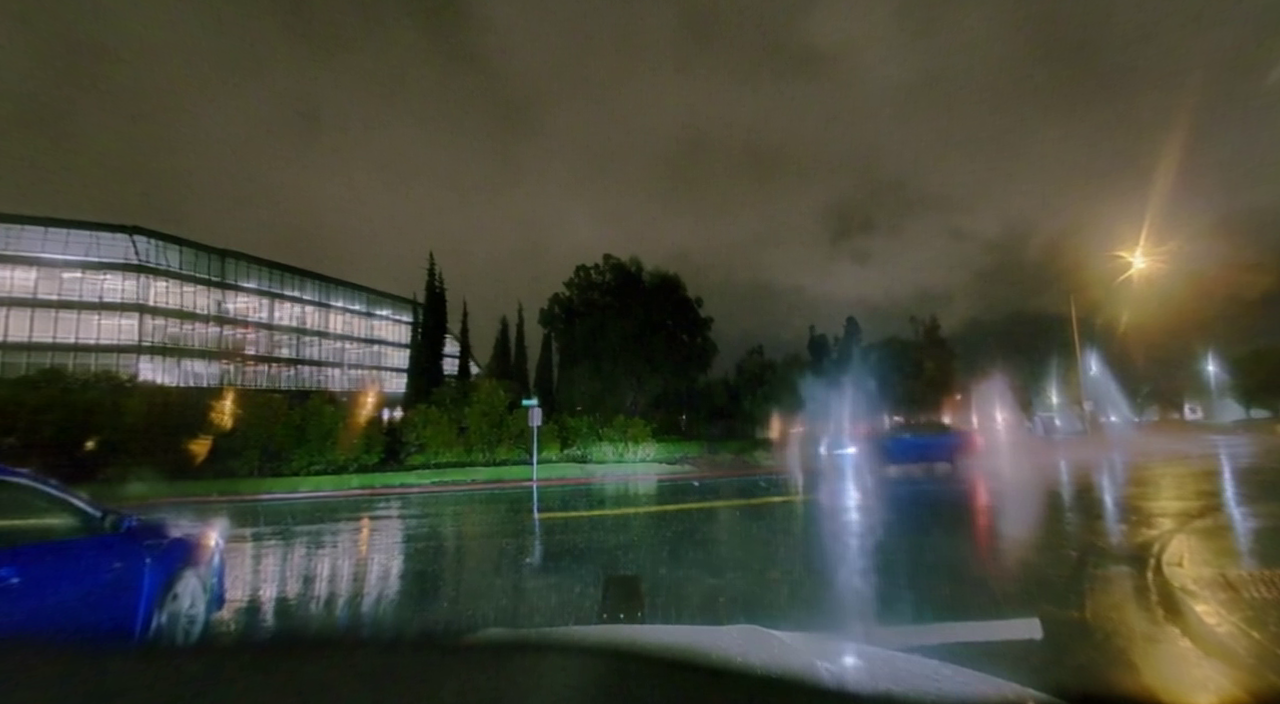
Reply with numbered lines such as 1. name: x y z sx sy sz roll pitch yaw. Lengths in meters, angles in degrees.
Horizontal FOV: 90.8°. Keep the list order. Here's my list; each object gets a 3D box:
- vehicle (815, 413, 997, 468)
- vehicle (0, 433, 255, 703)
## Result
1. vehicle: 8.083 2.703 19.406 4.788 1.548 1.965 1 -8 -11
2. vehicle: -3.325 0.957 1.887 2.069 1.413 5.006 1 -8 -11
